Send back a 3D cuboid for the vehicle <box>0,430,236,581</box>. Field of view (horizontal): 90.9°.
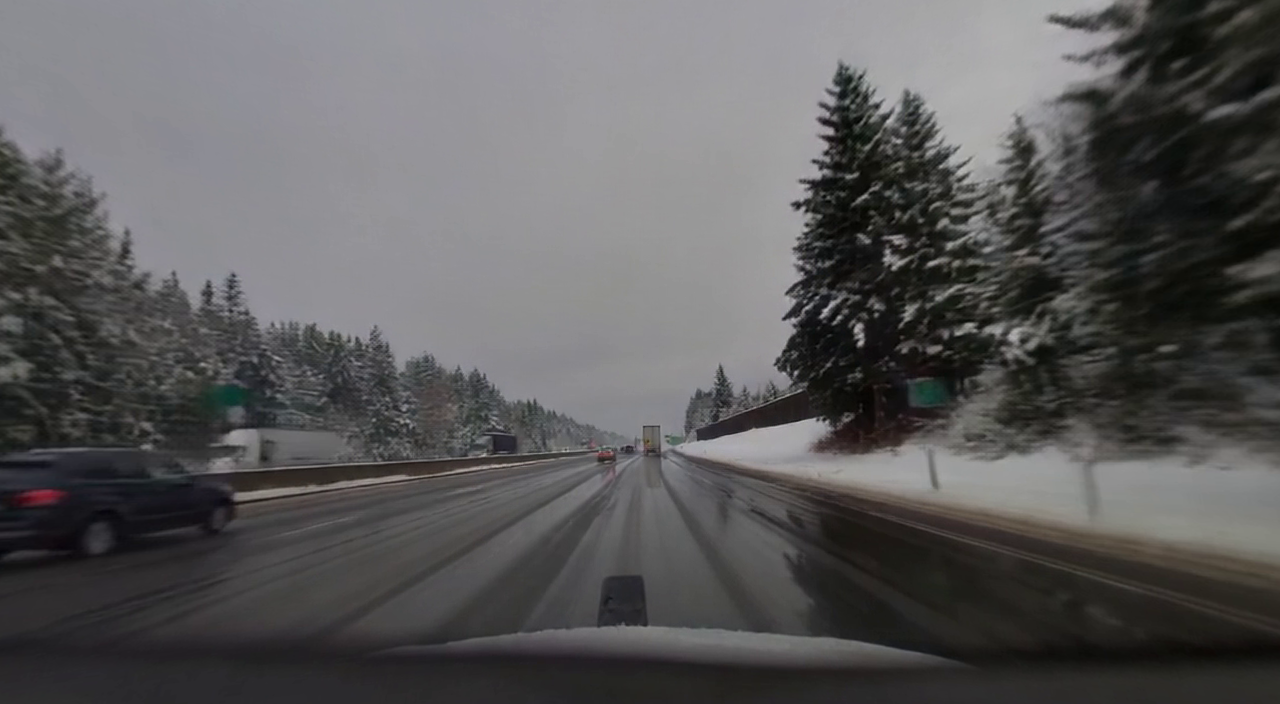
[{"bbox_3d":[-7.482,1.765,7.703,2.031,1.521,4.503,0,-9,1],"label":"vehicle"}]
